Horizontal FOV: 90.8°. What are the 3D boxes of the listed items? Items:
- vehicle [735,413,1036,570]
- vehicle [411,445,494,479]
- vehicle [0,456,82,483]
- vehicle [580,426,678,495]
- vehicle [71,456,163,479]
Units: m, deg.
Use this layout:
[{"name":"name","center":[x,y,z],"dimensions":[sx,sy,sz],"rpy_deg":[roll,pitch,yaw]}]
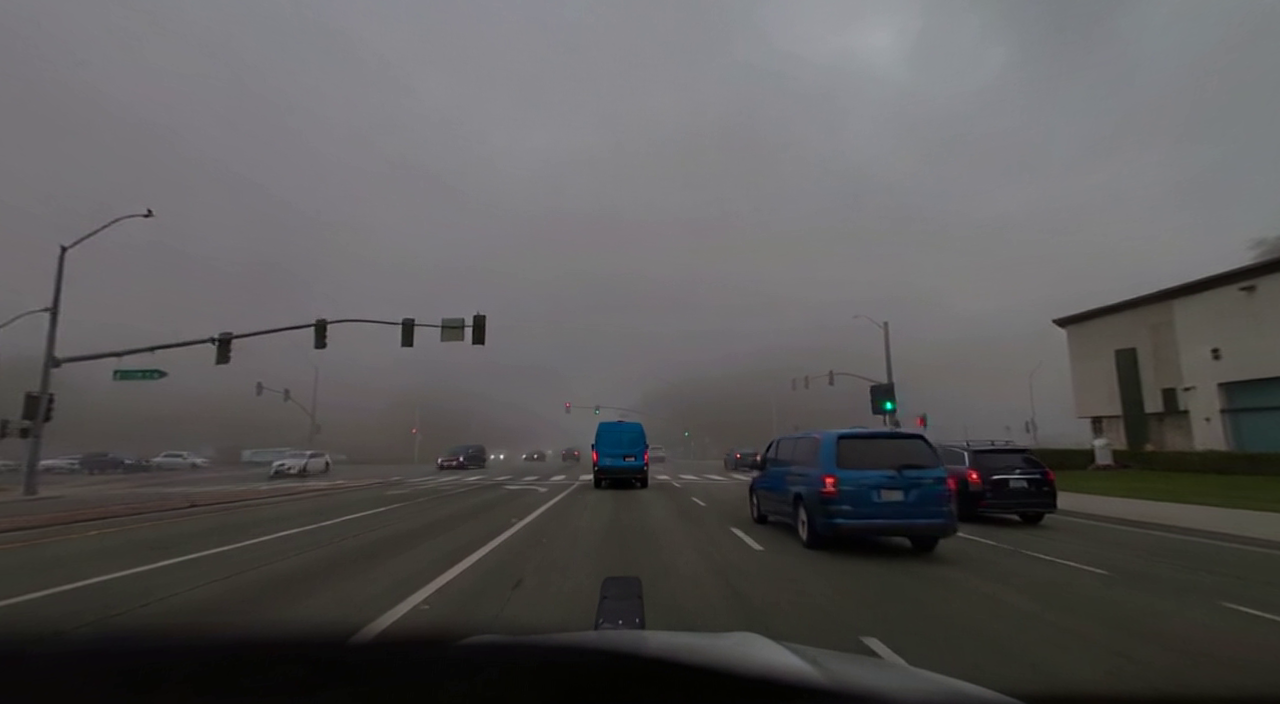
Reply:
[{"name":"vehicle","center":[3.142,1.935,9.615],"dimensions":[2.462,1.736,4.899],"rpy_deg":[0,-9,-2]},{"name":"vehicle","center":[-10.074,5.833,33.795],"dimensions":[4.681,1.653,2.109],"rpy_deg":[-8,-12,43]},{"name":"vehicle","center":[-41.084,7.941,42.795],"dimensions":[4.485,1.732,2.120],"rpy_deg":[0,-9,-1]},{"name":"vehicle","center":[-0.449,3.609,21.422],"dimensions":[2.848,1.991,5.706],"rpy_deg":[0,-9,-3]},{"name":"vehicle","center":[-38.764,8.552,46.951],"dimensions":[4.644,1.622,2.315],"rpy_deg":[0,-9,-3]}]
